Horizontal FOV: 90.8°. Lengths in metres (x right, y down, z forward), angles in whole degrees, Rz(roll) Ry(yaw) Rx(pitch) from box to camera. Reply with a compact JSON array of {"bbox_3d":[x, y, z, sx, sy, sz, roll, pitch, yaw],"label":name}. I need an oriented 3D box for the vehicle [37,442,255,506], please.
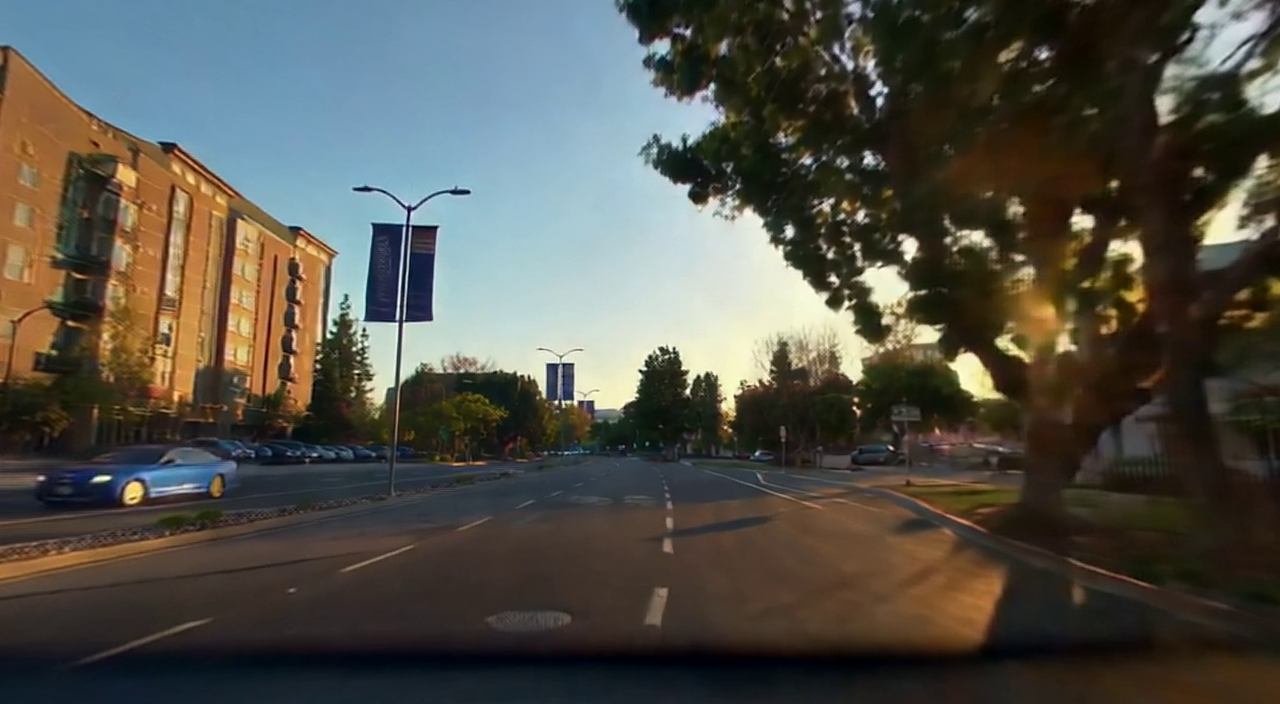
[{"bbox_3d":[-13.481,3.335,17.773,2.152,1.521,4.767,-1,-9,2],"label":"vehicle"}]
